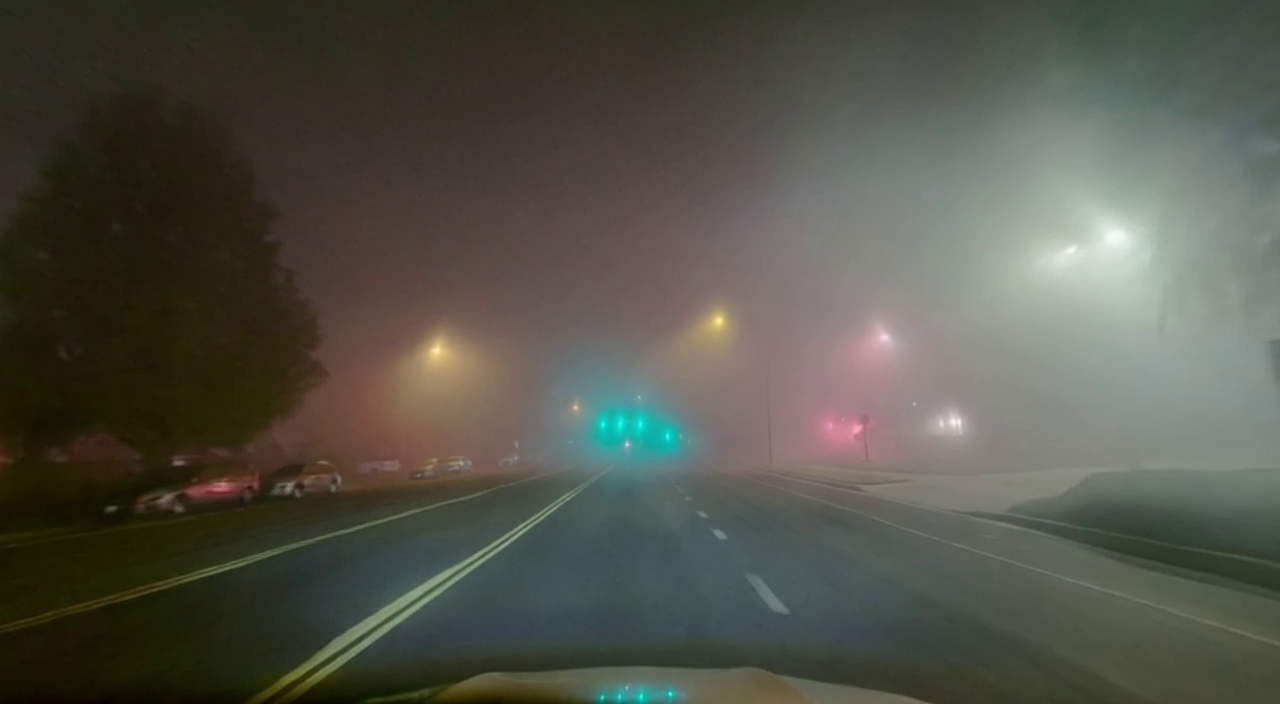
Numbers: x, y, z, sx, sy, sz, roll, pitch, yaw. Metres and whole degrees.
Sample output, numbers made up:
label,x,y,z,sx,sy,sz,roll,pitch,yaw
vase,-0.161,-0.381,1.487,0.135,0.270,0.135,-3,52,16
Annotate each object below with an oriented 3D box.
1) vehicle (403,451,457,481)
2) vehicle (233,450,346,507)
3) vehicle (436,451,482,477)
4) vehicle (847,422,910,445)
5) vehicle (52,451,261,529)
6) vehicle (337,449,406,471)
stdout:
label,x,y,z,sx,sy,sz,roll,pitch,yaw
vehicle,-12.647,6.881,38.325,1.828,1.510,4.149,-4,-8,0
vehicle,-12.631,4.532,23.110,1.882,1.727,3.945,-3,-8,1
vehicle,-12.605,7.809,44.216,1.909,1.477,4.345,-3,-8,-1
vehicle,17.577,6.053,46.624,1.726,1.620,3.938,6,-11,-37
vehicle,-12.897,3.632,17.391,1.882,1.775,4.904,0,-8,0
vehicle,-20.881,8.389,49.212,4.498,1.623,1.903,0,-8,1
